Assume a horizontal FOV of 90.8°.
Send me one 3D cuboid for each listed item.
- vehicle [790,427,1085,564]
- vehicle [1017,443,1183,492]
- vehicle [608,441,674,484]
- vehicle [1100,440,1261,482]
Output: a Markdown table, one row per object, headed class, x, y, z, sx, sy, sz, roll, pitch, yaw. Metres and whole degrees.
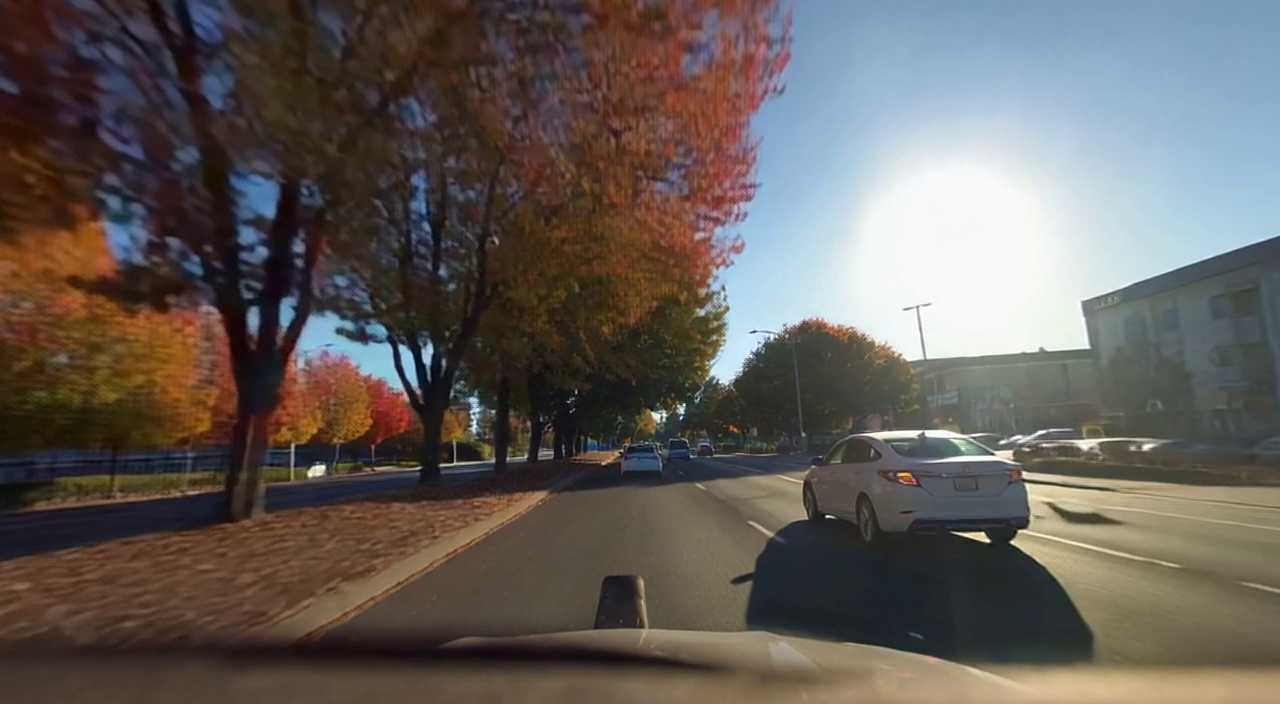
| class | x | y | z | sx | sy | sz | roll | pitch | yaw |
| --- | --- | --- | --- | --- | --- | --- | --- | --- | --- |
| vehicle | 3.774 | 1.892 | 9.112 | 2.094 | 1.480 | 4.323 | 0 | -9 | -1 |
| vehicle | 14.653 | 3.677 | 20.540 | 2.023 | 1.417 | 4.486 | 0 | -9 | 0 |
| vehicle | -0.014 | 4.197 | 24.280 | 2.289 | 1.471 | 4.477 | 0 | -9 | -1 |
| vehicle | 21.170 | 4.266 | 25.097 | 1.902 | 1.457 | 4.912 | 0 | -9 | -2 |
